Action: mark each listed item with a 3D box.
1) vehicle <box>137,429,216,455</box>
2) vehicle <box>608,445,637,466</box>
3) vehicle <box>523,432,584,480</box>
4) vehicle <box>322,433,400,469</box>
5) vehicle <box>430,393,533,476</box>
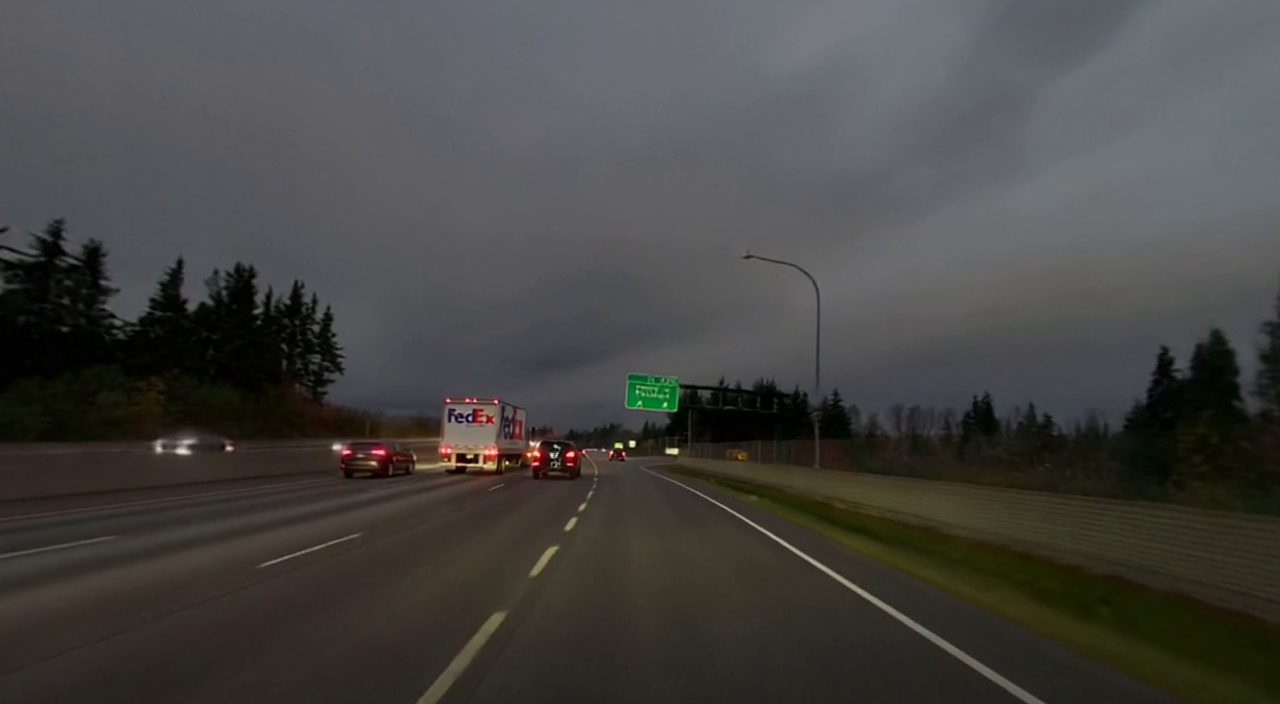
[{"bbox_3d":[-30.412,5.971,41.631,1.972,1.619,4.414,1,-9,-3],"label":"vehicle"},{"bbox_3d":[-1.359,7.661,46.824,2.043,1.489,3.839,1,-9,-3],"label":"vehicle"},{"bbox_3d":[-3.654,4.487,27.488,2.170,1.886,4.628,0,-9,-2],"label":"vehicle"},{"bbox_3d":[-13.937,4.999,31.901,2.018,1.668,4.409,0,-9,-2],"label":"vehicle"},{"bbox_3d":[-6.966,3.899,29.222,2.870,3.266,8.589,0,-9,-2],"label":"vehicle"}]
